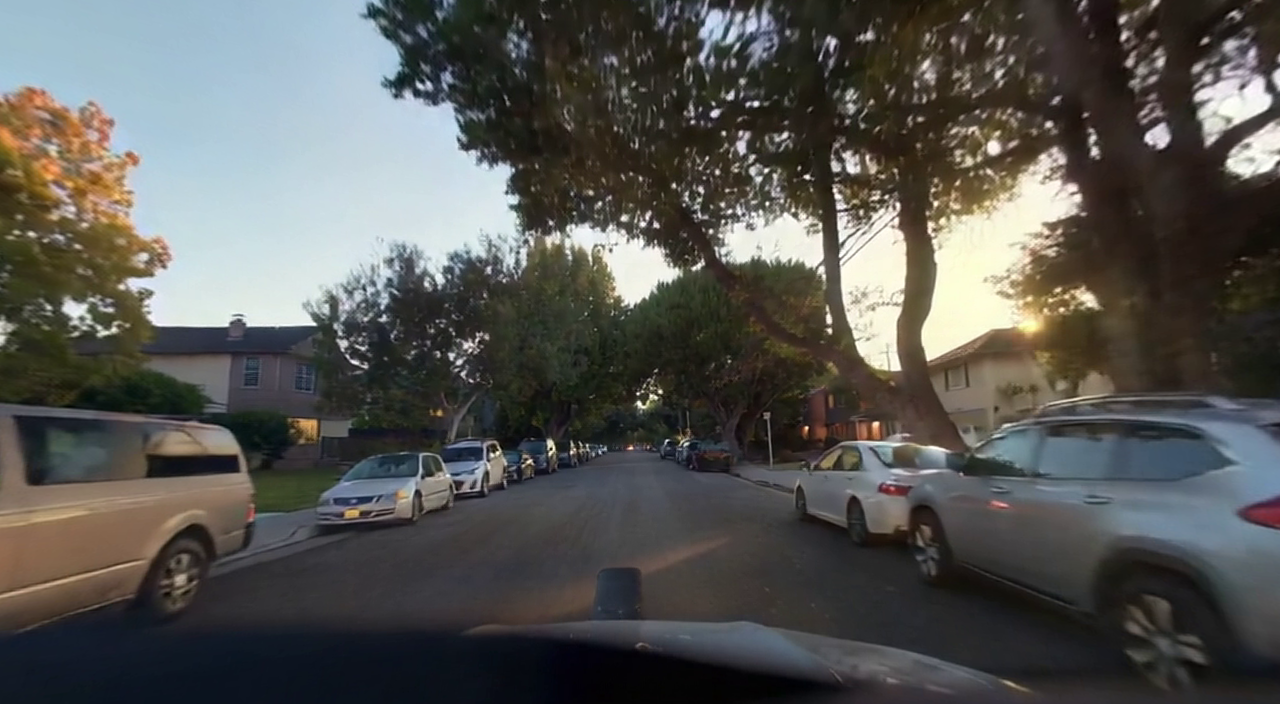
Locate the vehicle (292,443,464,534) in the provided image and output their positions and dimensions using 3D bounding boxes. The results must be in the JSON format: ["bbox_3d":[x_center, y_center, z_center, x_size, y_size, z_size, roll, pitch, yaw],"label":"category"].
[{"bbox_3d":[-4.981,2.600,12.793,1.901,1.486,4.422,1,-9,-5],"label":"vehicle"}]

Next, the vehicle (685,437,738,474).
[{"bbox_3d":[3.505,5.179,31.915,1.994,1.710,4.699,0,-9,-1],"label":"vehicle"}]

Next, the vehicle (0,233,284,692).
[{"bbox_3d":[-4.936,0.609,3.428,2.330,2.676,6.346,0,-8,-1],"label":"vehicle"}]

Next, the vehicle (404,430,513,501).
[{"bbox_3d":[-5.287,3.353,19.165,2.042,1.850,4.758,0,-8,-2],"label":"vehicle"}]

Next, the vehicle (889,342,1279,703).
[{"bbox_3d":[3.774,1.100,4.308,2.121,1.778,4.916,0,-9,0],"label":"vehicle"}]
